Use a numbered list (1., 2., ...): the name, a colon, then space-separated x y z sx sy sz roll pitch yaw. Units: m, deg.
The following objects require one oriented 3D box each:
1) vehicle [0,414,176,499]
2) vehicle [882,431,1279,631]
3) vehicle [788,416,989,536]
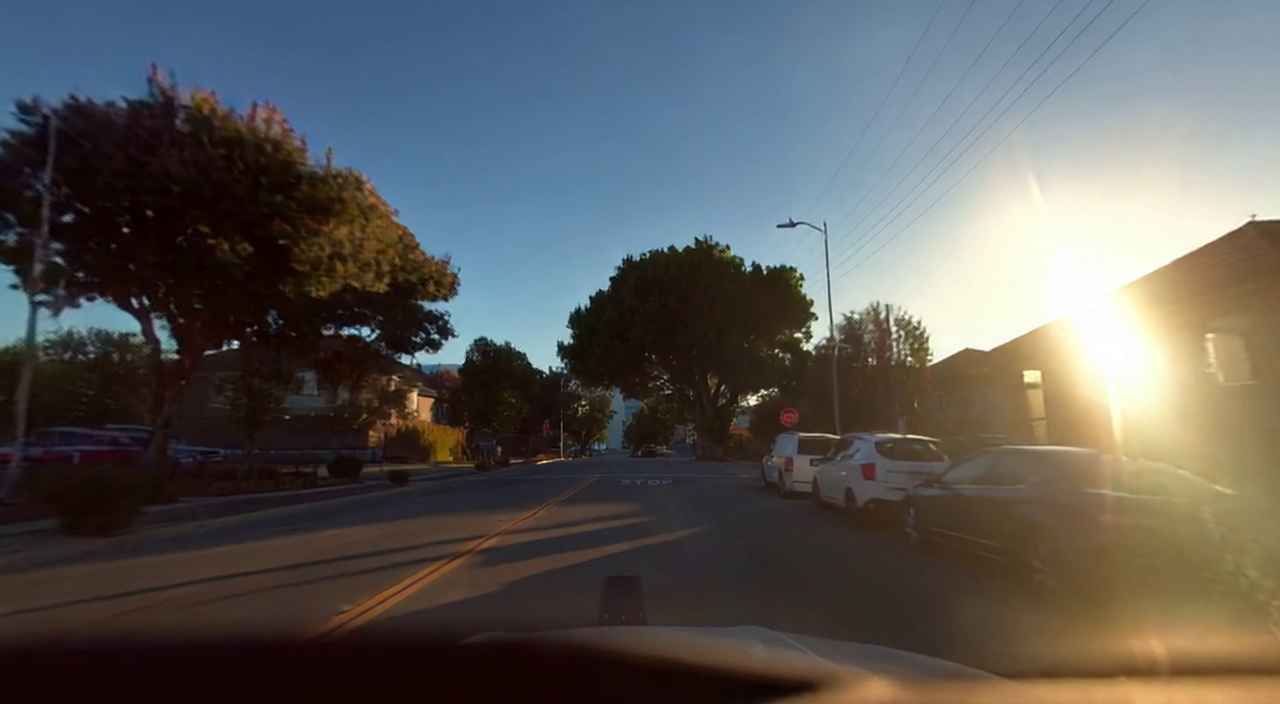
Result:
1. vehicle: -15.860 2.708 16.460 5.525 2.057 2.256 0 -8 1
2. vehicle: 4.417 1.677 6.959 1.801 1.491 4.308 0 -8 1
3. vehicle: 4.394 2.263 12.067 2.041 1.838 4.524 0 -8 1
